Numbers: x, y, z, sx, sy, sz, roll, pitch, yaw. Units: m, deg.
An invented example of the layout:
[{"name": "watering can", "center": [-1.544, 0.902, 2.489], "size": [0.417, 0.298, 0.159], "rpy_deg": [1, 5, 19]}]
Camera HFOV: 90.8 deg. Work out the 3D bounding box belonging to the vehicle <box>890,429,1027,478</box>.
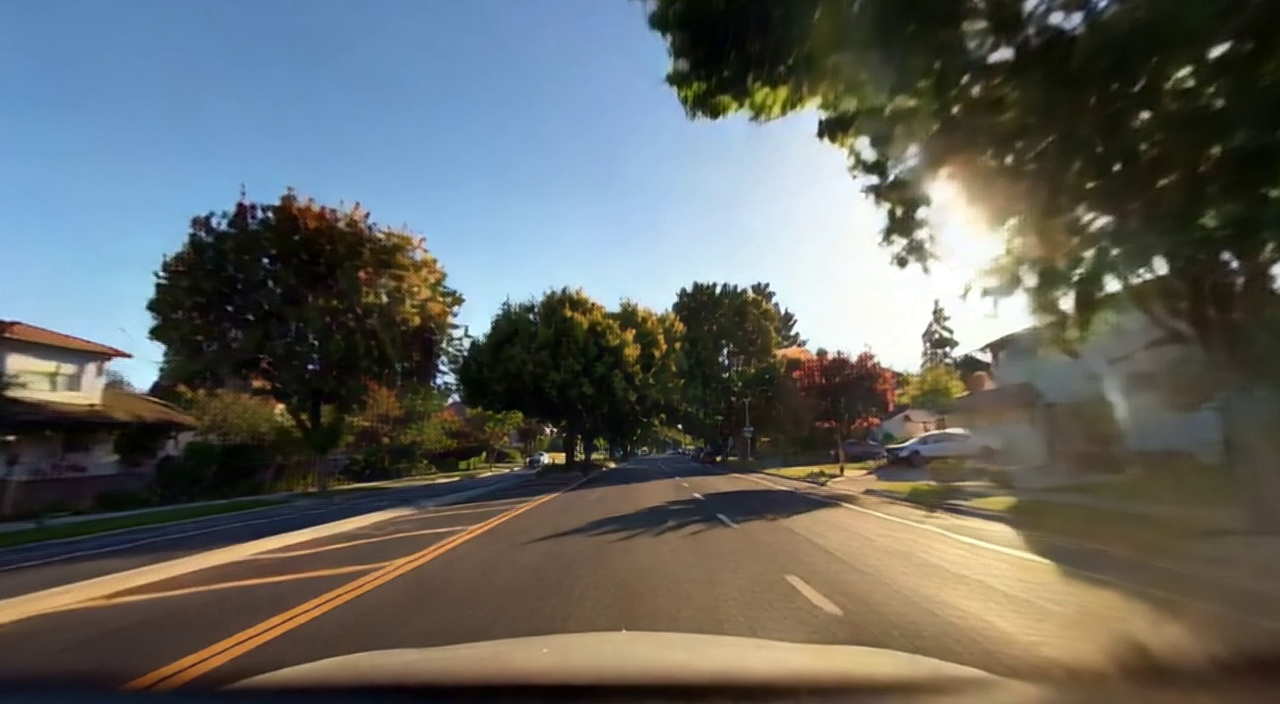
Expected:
[{"name": "vehicle", "center": [13.530, 4.359, 27.094], "size": [4.711, 1.979, 2.019], "rpy_deg": [-1, -9, 4]}]
